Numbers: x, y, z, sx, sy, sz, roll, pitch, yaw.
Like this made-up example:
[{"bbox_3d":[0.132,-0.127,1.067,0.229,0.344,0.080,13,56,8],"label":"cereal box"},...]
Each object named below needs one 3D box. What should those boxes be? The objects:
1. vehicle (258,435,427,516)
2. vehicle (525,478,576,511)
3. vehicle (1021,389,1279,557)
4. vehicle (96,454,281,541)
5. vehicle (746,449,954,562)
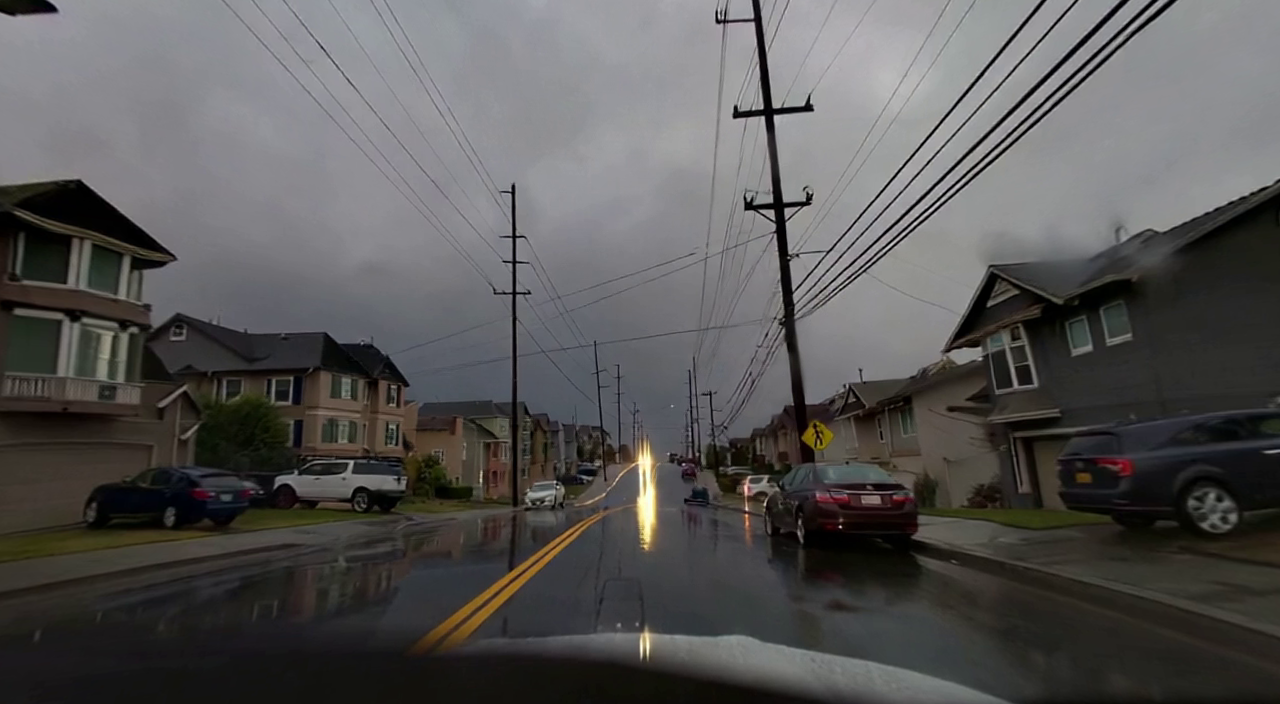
[{"bbox_3d":[-12.041,5.134,25.931,5.503,2.906,2.584,-2,-15,2],"label":"vehicle"},{"bbox_3d":[-5.331,8.595,38.147,2.156,1.764,4.410,-3,-12,4],"label":"vehicle"},{"bbox_3d":[8.513,1.570,8.724,4.964,1.878,1.979,-4,-13,-1],"label":"vehicle"},{"bbox_3d":[-11.395,3.507,15.838,4.526,1.806,2.043,-5,-10,31],"label":"vehicle"},{"bbox_3d":[3.203,2.510,10.727,1.945,1.500,4.363,0,-11,-1],"label":"vehicle"}]
